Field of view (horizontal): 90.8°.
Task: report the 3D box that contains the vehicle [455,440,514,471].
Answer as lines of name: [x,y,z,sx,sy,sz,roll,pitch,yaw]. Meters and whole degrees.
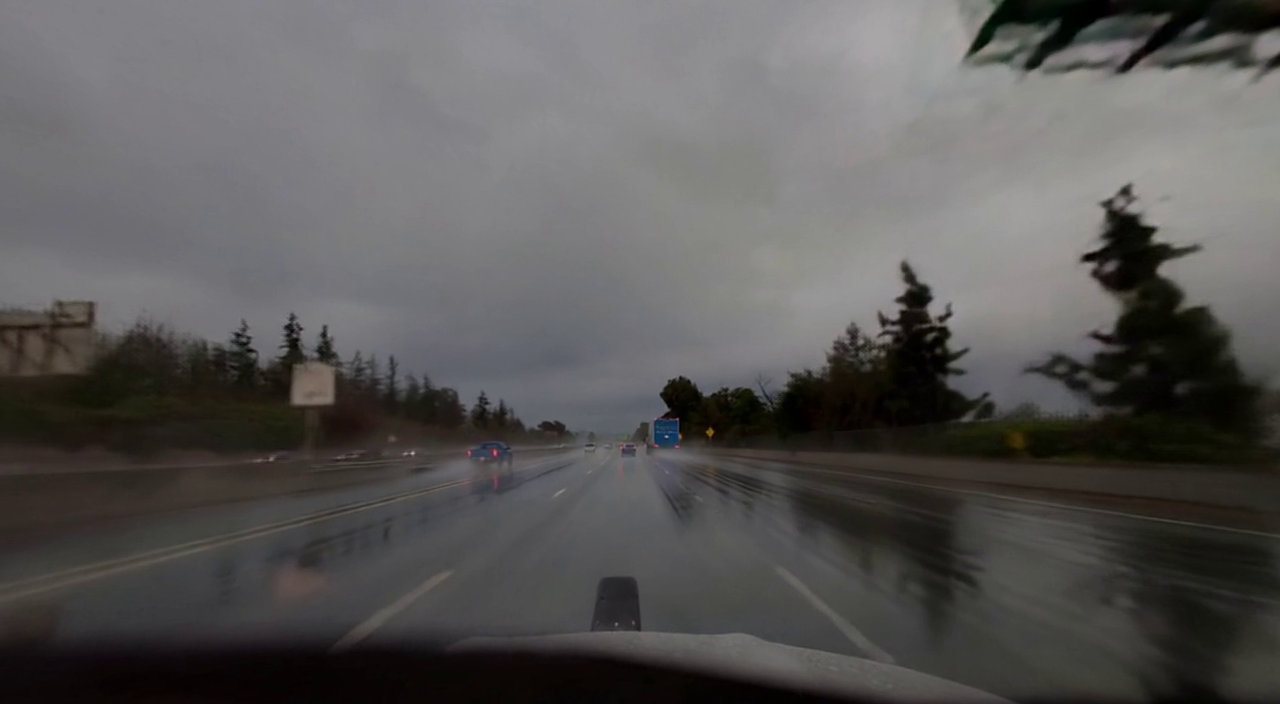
vehicle: [-8.157,5.483,33.575,2.033,1.494,4.508,0,-9,0]
